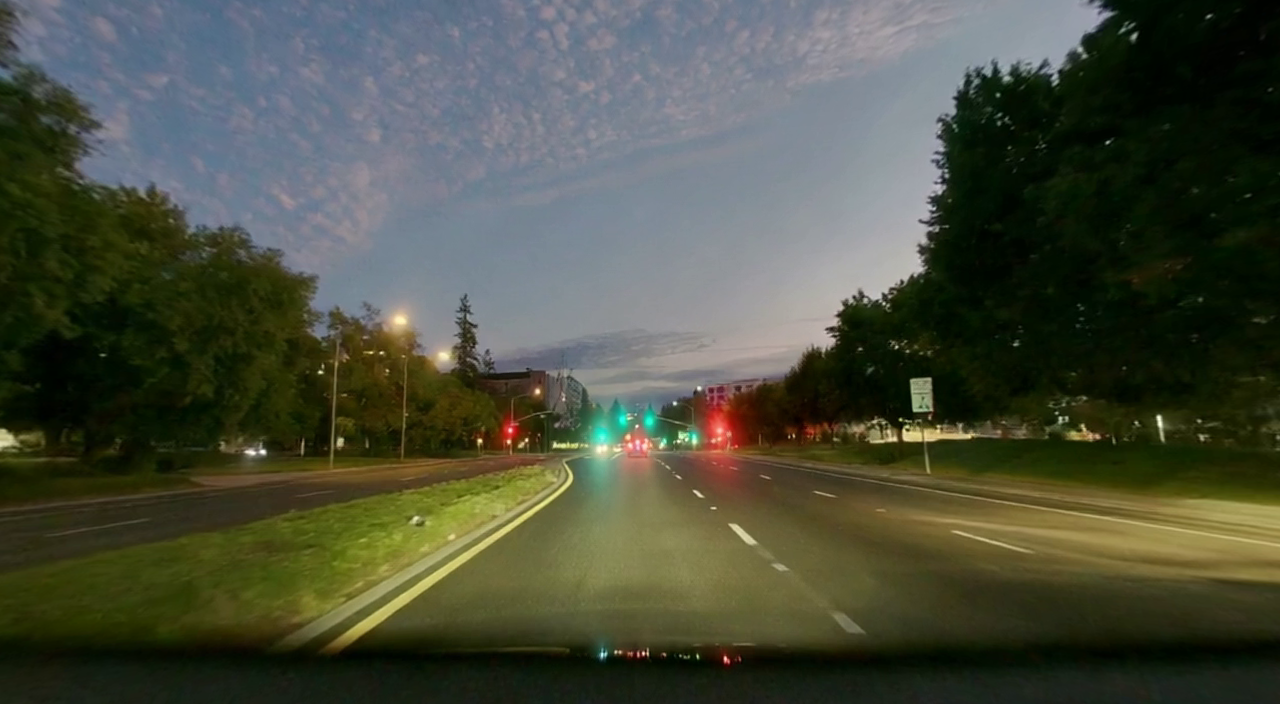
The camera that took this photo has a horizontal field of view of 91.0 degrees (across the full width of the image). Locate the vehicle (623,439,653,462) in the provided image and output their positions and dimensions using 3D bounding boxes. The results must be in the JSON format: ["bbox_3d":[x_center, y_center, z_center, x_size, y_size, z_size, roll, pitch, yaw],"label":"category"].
[{"bbox_3d":[-0.120,6.943,44.421,2.064,1.477,3.968,0,-9,1],"label":"vehicle"}]
